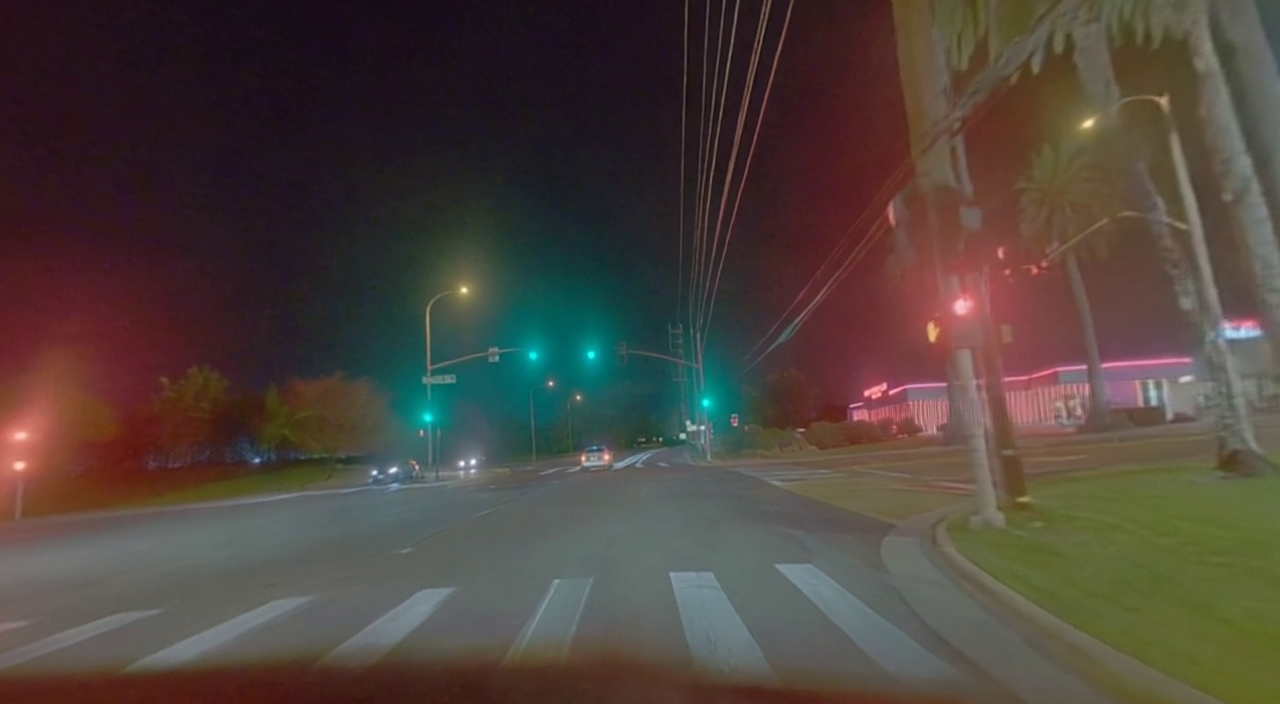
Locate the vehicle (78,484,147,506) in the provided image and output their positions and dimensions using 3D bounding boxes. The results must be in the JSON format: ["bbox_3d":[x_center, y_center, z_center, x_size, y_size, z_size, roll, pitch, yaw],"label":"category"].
[{"bbox_3d":[-40.501,11.000,48.599,3.543,1.445,1.912,0,-8,-2],"label":"vehicle"}]

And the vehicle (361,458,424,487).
[{"bbox_3d":[-14.776,7.184,37.989,1.997,1.480,4.715,0,-9,-2],"label":"vehicle"}]

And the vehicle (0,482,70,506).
[{"bbox_3d":[-39.503,9.210,40.974,3.398,1.395,1.633,-2,-10,0],"label":"vehicle"}]

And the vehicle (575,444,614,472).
[{"bbox_3d":[-2.510,6.012,36.082,2.063,1.474,4.334,0,-8,-2],"label":"vehicle"}]
